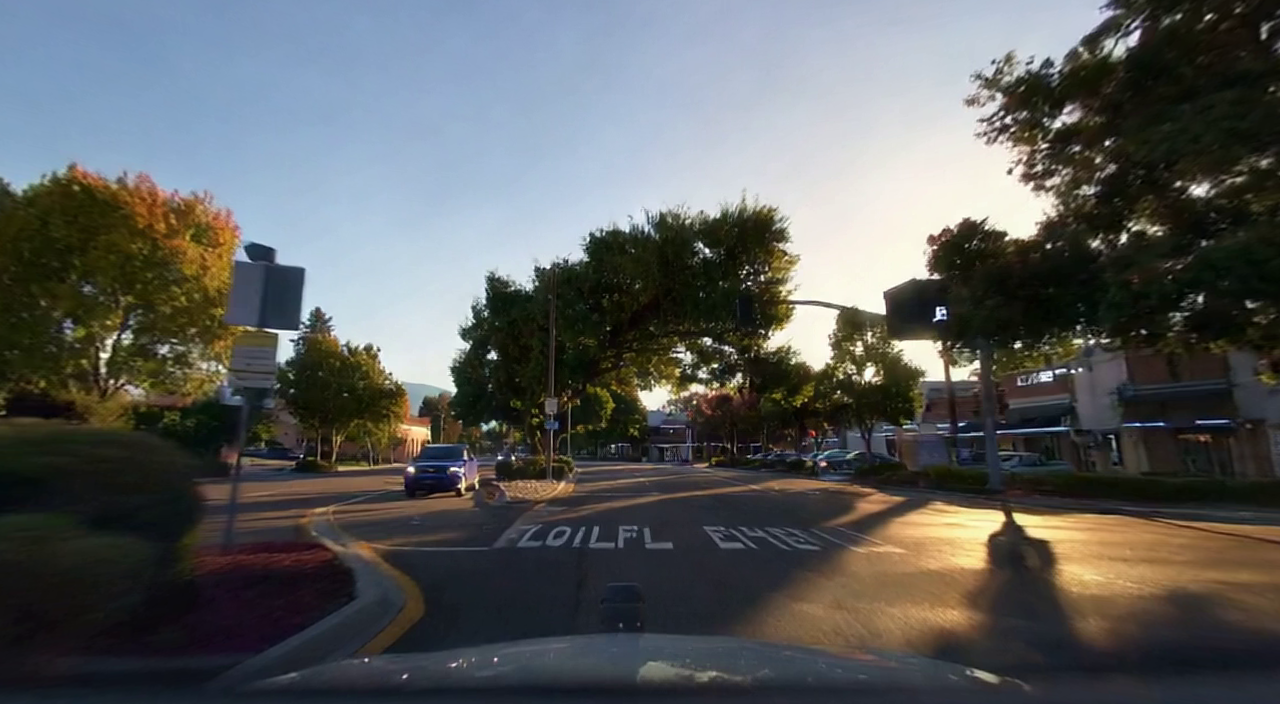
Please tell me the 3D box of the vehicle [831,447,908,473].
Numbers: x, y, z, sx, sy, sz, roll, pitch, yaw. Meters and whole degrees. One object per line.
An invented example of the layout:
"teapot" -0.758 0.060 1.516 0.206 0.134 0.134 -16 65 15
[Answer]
"vehicle" 16.012 7.553 44.251 4.481 1.685 2.195 2 -10 -6

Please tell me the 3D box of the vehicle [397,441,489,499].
"vehicle" -6.390 3.842 21.068 2.057 1.709 4.590 1 -9 -7

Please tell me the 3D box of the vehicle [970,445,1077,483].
"vehicle" 20.077 5.803 33.009 5.672 1.821 2.180 5 -10 -30
